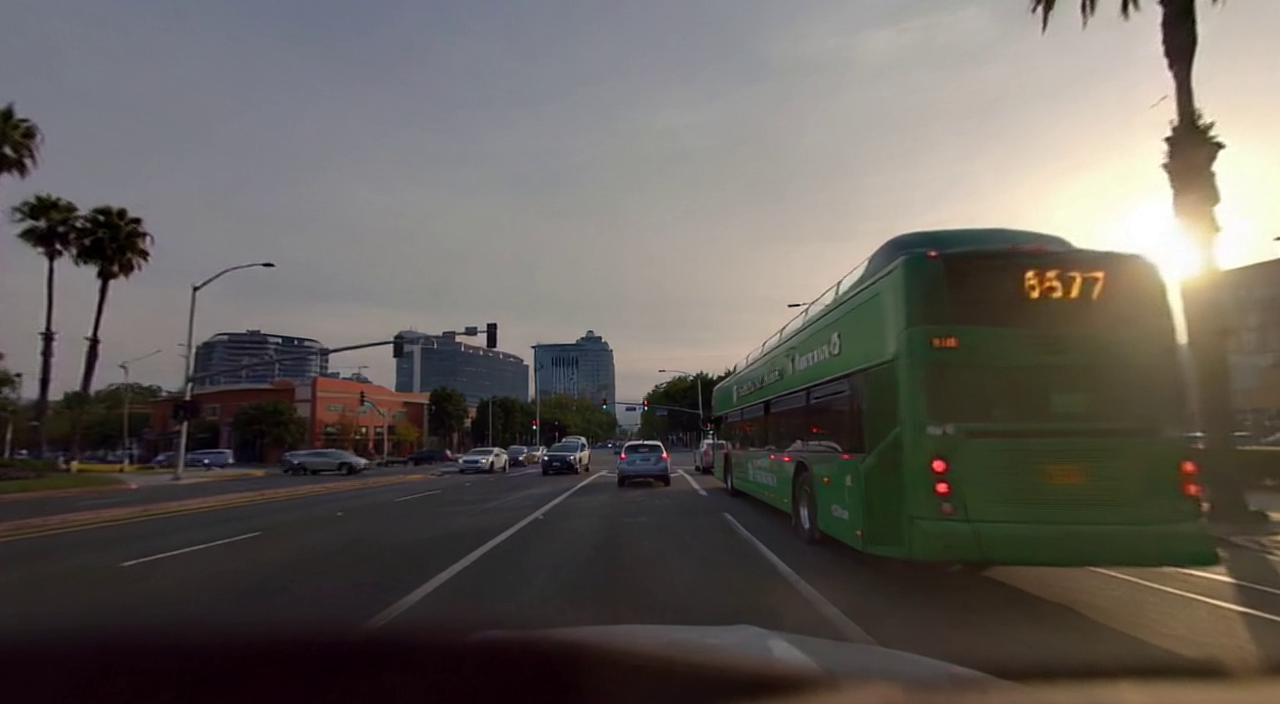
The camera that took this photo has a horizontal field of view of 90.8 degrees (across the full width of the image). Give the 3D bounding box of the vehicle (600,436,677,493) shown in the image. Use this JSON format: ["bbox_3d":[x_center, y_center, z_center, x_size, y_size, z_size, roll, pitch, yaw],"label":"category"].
[{"bbox_3d":[-0.018,3.283,18.740,2.060,1.499,3.831,0,-9,1],"label":"vehicle"}]

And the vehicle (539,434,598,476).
[{"bbox_3d":[-3.142,4.626,28.634,2.020,1.721,4.366,0,-9,2],"label":"vehicle"}]

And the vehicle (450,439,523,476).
[{"bbox_3d":[-6.794,4.718,28.532,1.927,1.480,4.832,0,-9,2],"label":"vehicle"}]

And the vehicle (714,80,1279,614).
[{"bbox_3d":[3.577,0.855,11.429,2.970,4.015,13.606,0,-9,1],"label":"vehicle"}]
